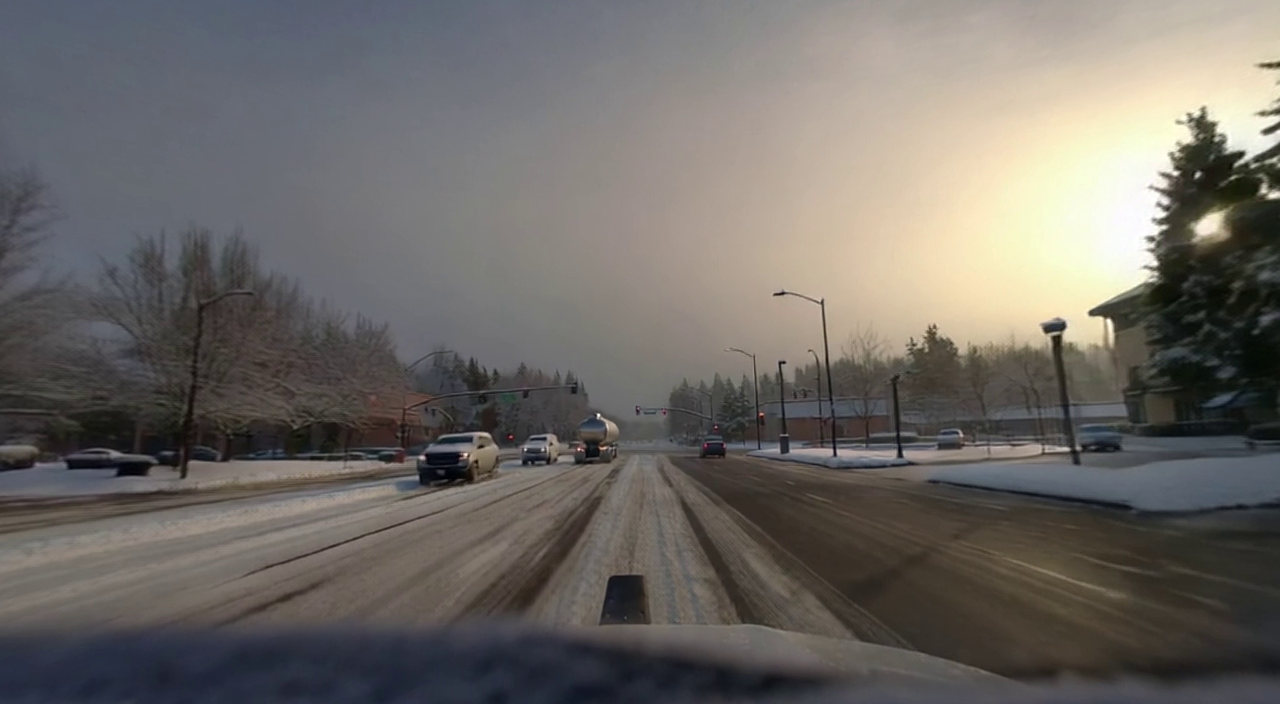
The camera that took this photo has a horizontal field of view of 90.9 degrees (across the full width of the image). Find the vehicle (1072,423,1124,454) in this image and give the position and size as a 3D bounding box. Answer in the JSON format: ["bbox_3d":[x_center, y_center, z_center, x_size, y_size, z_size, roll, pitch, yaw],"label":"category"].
[{"bbox_3d":[23.659,4.441,32.547,1.924,1.467,4.572,-7,-10,36],"label":"vehicle"}]

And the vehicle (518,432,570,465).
[{"bbox_3d":[-6.063,6.179,40.551,2.375,1.989,5.497,0,-8,1],"label":"vehicle"}]

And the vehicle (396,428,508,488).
[{"bbox_3d":[-6.101,3.496,21.137,2.179,1.750,4.621,0,-8,2],"label":"vehicle"}]

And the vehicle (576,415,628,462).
[{"bbox_3d":[-2.579,6.624,47.931,2.841,3.004,14.901,0,-8,1],"label":"vehicle"}]

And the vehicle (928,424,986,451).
[{"bbox_3d":[23.940,6.447,47.439,2.380,1.890,5.620,-7,-11,42],"label":"vehicle"}]
